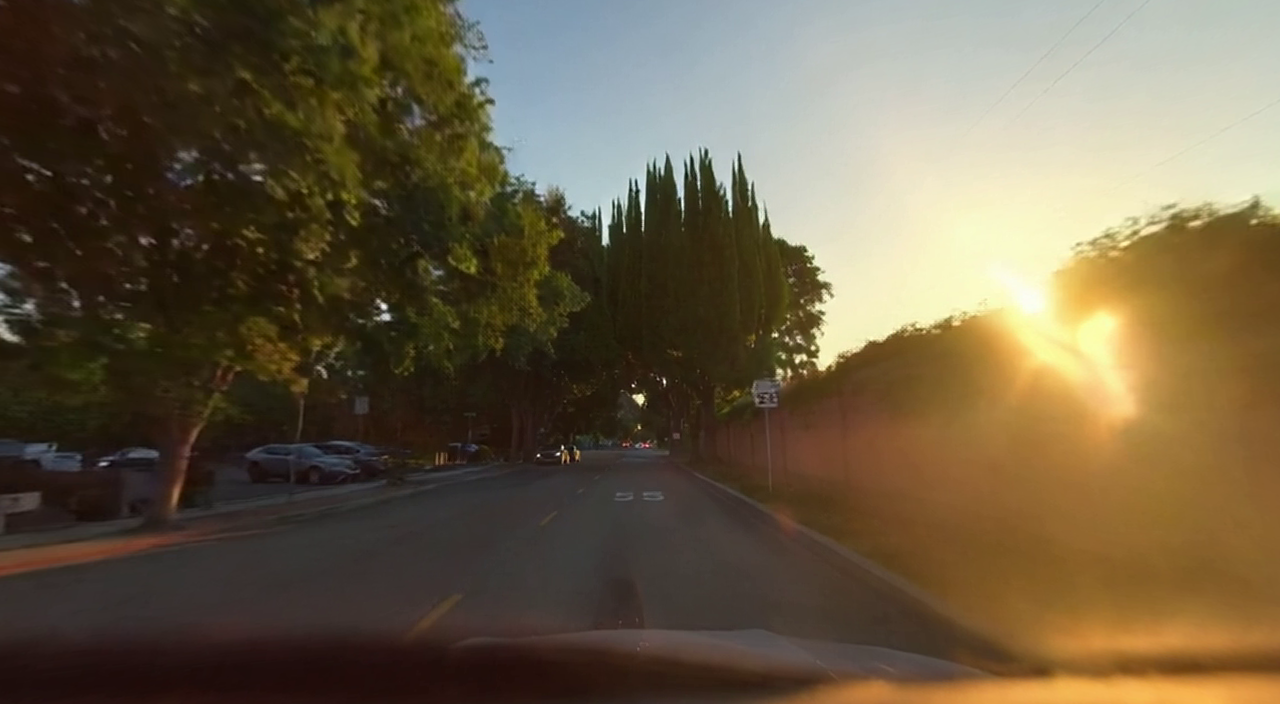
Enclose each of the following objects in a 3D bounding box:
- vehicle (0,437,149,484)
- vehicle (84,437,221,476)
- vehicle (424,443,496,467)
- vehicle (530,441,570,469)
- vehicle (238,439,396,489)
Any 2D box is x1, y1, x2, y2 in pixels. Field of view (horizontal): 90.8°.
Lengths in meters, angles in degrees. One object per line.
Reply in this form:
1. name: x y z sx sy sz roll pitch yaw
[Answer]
1. vehicle: -25.549 4.839 28.434 5.181 1.935 2.056 0 -8 4
2. vehicle: -26.133 5.581 34.027 5.348 1.967 2.358 0 -8 0
3. vehicle: -14.092 8.099 49.672 4.991 1.692 1.960 2 -8 -2
4. vehicle: -6.592 7.584 46.893 2.109 1.847 5.553 0 -7 0
5. vehicle: -13.518 4.689 26.746 5.428 1.908 2.196 1 -8 0
